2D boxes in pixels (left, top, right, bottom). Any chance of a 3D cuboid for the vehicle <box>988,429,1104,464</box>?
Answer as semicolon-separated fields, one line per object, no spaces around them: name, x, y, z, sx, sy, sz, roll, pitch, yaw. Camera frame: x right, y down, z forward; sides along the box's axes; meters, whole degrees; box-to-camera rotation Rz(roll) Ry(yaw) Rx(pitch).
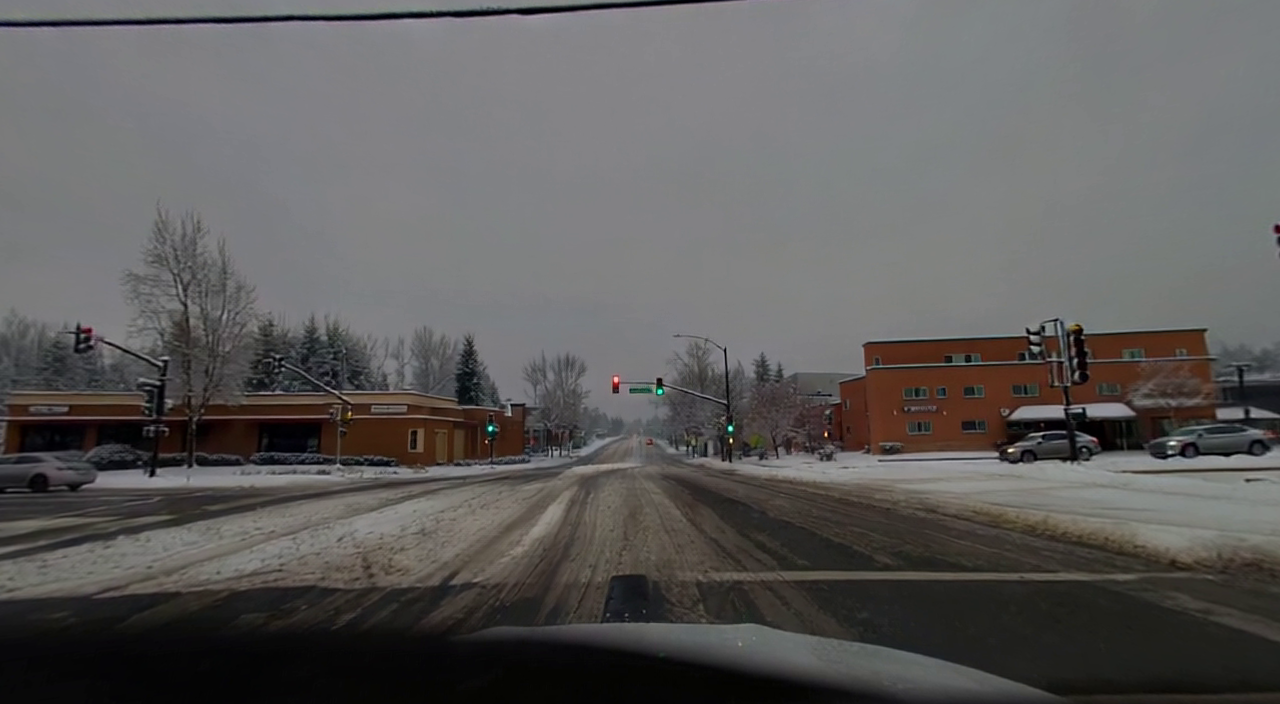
vehicle;20.441;4.765;31.866;4.483;1.691;1.949;0;-8;1

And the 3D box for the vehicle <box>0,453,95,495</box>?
vehicle;-25.231;4.928;25.668;4.332;1.573;1.900;0;-8;3

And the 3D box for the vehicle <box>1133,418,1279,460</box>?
vehicle;22.895;3.518;25.421;4.288;1.600;1.927;0;-8;1
